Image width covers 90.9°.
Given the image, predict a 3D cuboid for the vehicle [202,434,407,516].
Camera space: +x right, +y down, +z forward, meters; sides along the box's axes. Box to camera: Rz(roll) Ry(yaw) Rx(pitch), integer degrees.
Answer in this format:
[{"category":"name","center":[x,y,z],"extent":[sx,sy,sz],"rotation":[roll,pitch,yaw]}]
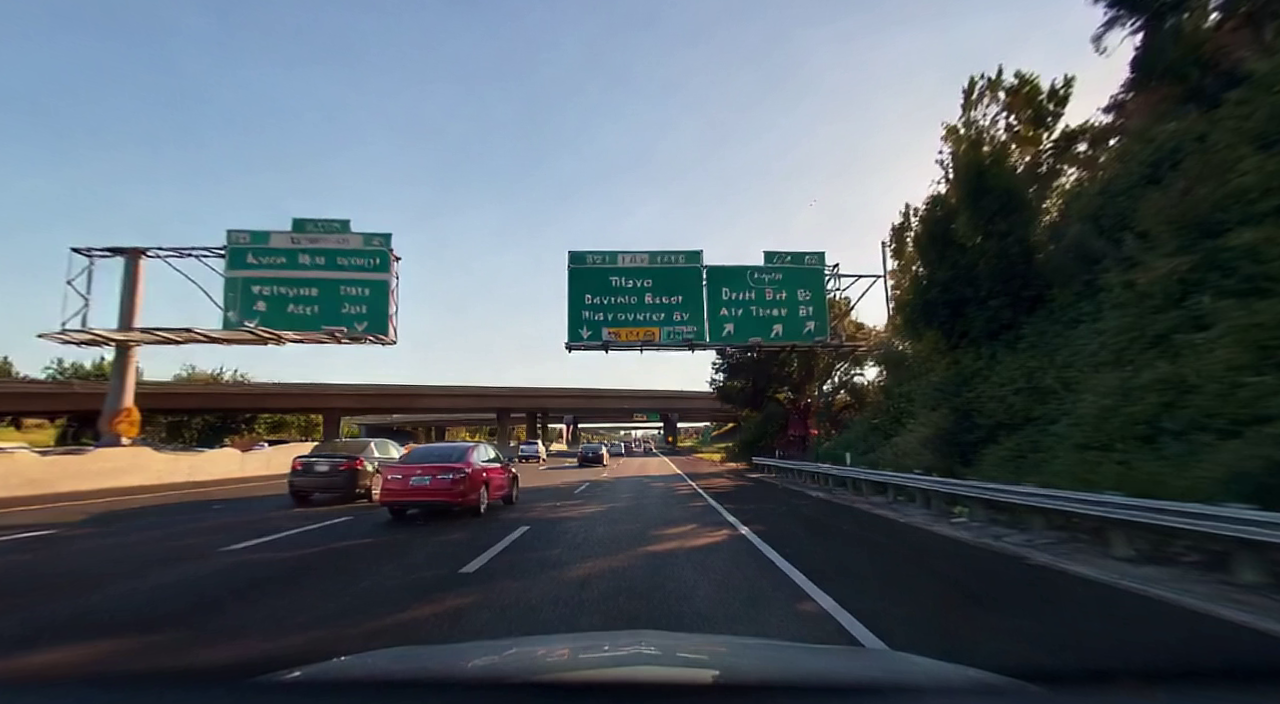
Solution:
[{"category":"vehicle","center":[-7.240,2.682,14.328],"extent":[2.029,1.530,4.620],"rotation":[0,-8,1]}]

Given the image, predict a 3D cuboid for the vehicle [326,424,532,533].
[{"category":"vehicle","center":[-3.597,2.265,11.897],"extent":[2.210,1.628,4.586],"rotation":[0,-9,1]}]

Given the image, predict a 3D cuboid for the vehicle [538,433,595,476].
[{"category":"vehicle","center":[-3.298,4.728,29.259],"extent":[2.080,1.811,4.644],"rotation":[0,-9,1]}]
